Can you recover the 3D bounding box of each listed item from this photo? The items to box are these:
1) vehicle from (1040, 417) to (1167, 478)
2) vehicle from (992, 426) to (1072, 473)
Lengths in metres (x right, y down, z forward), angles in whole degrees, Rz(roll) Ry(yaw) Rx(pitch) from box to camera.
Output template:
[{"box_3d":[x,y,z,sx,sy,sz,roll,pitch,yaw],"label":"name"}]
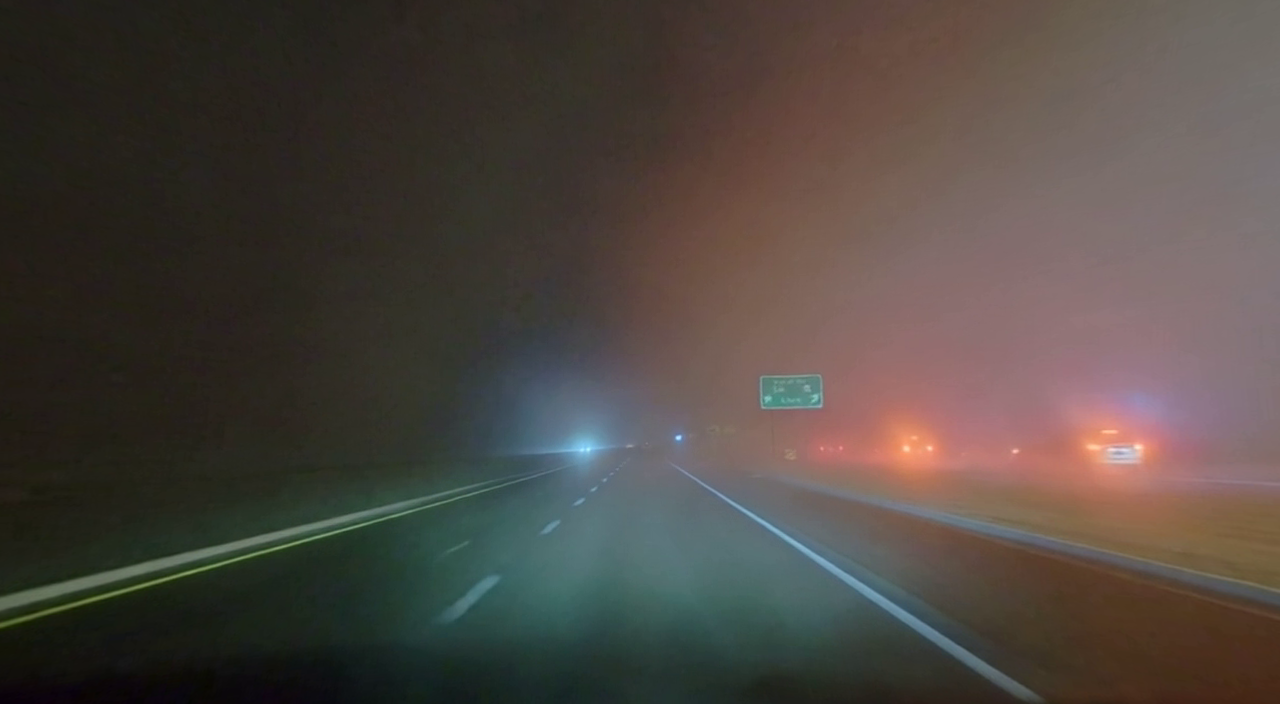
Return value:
[{"box_3d":[28.562,5.931,39.303,3.011,3.466,6.286,0,-8,1],"label":"vehicle"},{"box_3d":[28.780,7.175,46.539,2.644,3.246,4.908,0,-8,1],"label":"vehicle"}]
